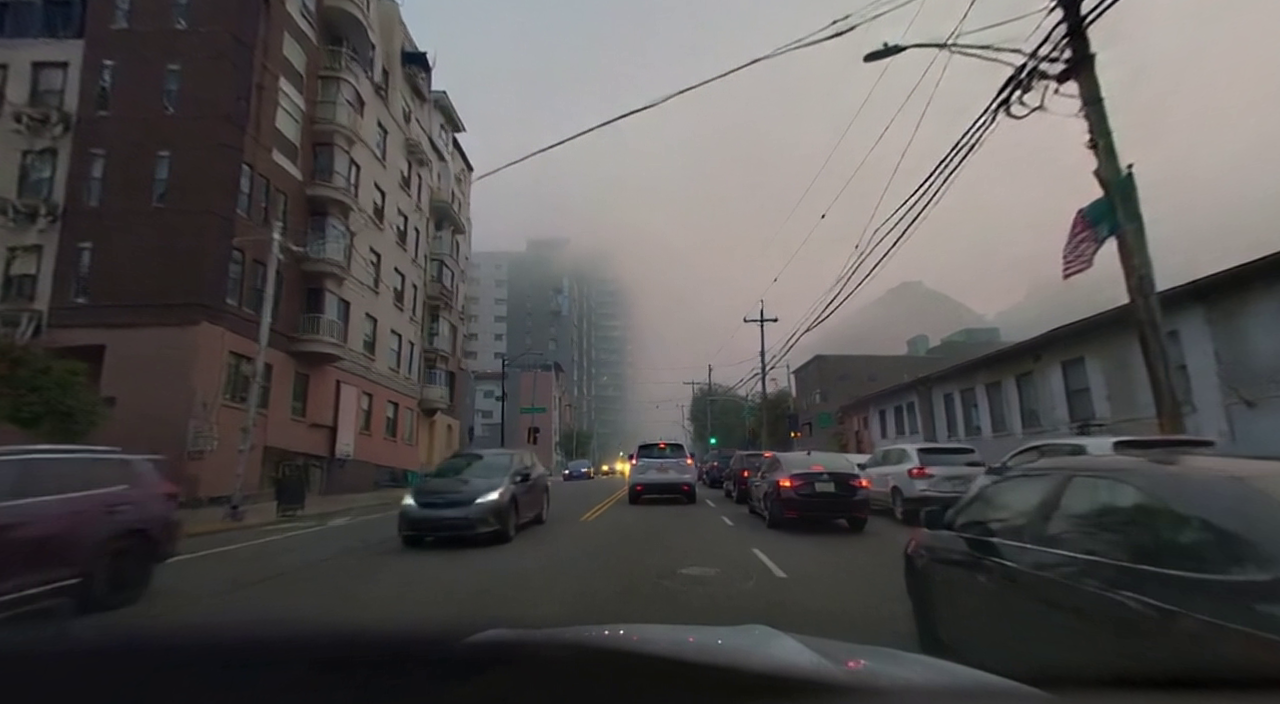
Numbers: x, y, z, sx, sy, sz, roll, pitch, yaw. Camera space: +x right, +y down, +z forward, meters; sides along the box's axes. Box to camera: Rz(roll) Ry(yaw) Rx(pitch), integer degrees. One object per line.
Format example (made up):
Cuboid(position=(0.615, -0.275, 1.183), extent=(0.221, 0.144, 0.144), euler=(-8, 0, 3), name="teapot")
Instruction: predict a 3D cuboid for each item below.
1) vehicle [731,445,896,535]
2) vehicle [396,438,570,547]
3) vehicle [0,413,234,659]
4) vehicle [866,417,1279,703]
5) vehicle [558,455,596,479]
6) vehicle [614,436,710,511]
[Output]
Cuboid(position=(3.322, 2.727, 13.275), extent=(2.116, 1.487, 4.988), euler=(-1, -8, 1), name="vehicle")
Cuboid(position=(-2.642, 2.473, 11.825), extent=(2.023, 1.646, 4.282), euler=(-1, -8, 2), name="vehicle")
Cuboid(position=(-5.591, 1.373, 4.809), extent=(1.962, 1.755, 4.423), euler=(-1, -8, 1), name="vehicle")
Cuboid(position=(2.853, 1.086, 2.936), extent=(2.029, 1.460, 4.451), euler=(-1, -8, 1), name="vehicle")
Cuboid(position=(-4.247, 7.823, 43.088), extent=(1.966, 1.470, 4.528), euler=(-1, -8, 2), name="vehicle")
Cuboid(position=(0.530, 3.153, 16.862), extent=(2.232, 1.736, 4.036), euler=(0, -8, 0), name="vehicle")
